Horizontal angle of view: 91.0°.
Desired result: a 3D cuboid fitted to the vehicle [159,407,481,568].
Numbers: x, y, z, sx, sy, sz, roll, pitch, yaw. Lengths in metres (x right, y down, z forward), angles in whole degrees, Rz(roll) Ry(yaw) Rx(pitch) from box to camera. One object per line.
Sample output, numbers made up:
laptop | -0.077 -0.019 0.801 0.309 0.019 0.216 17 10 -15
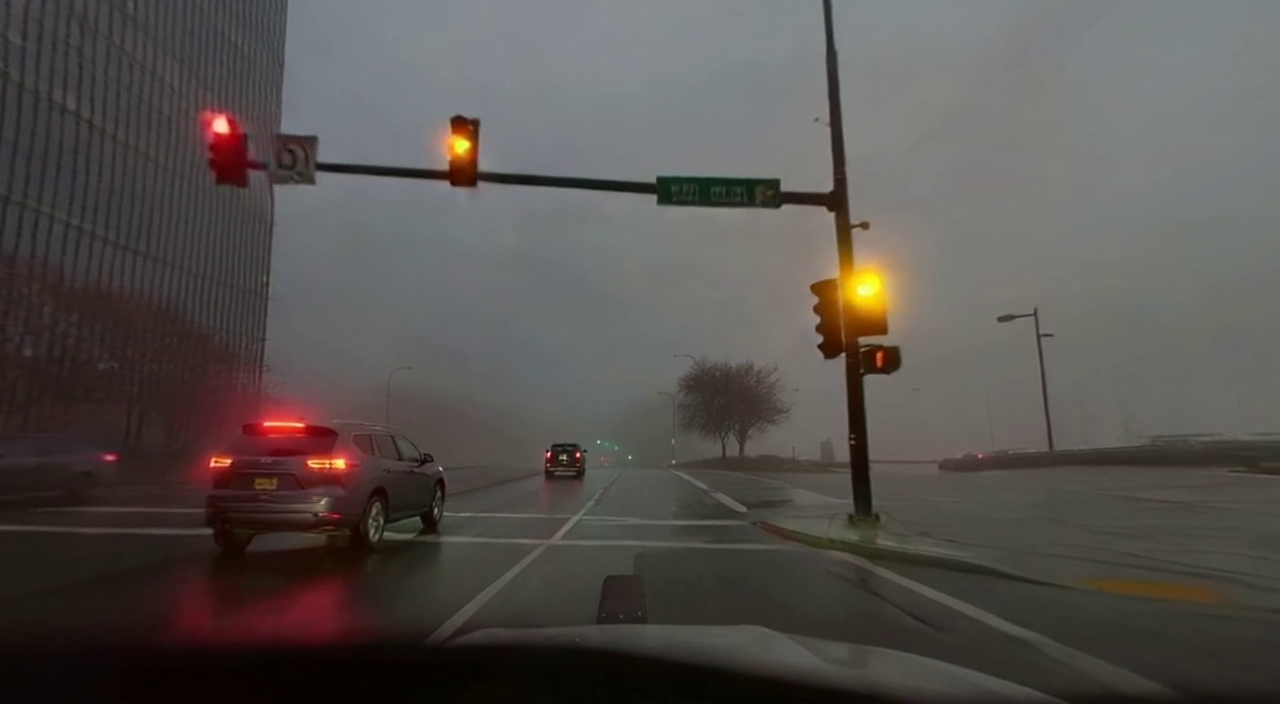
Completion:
vehicle | -4.100 1.837 9.258 2.169 1.741 4.588 0 -9 2

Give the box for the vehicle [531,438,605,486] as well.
vehicle | -2.942 4.694 27.118 2.384 1.849 5.009 0 -9 3

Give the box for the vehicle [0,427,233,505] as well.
vehicle | -12.115 2.613 14.775 2.064 1.531 4.397 0 -9 1
